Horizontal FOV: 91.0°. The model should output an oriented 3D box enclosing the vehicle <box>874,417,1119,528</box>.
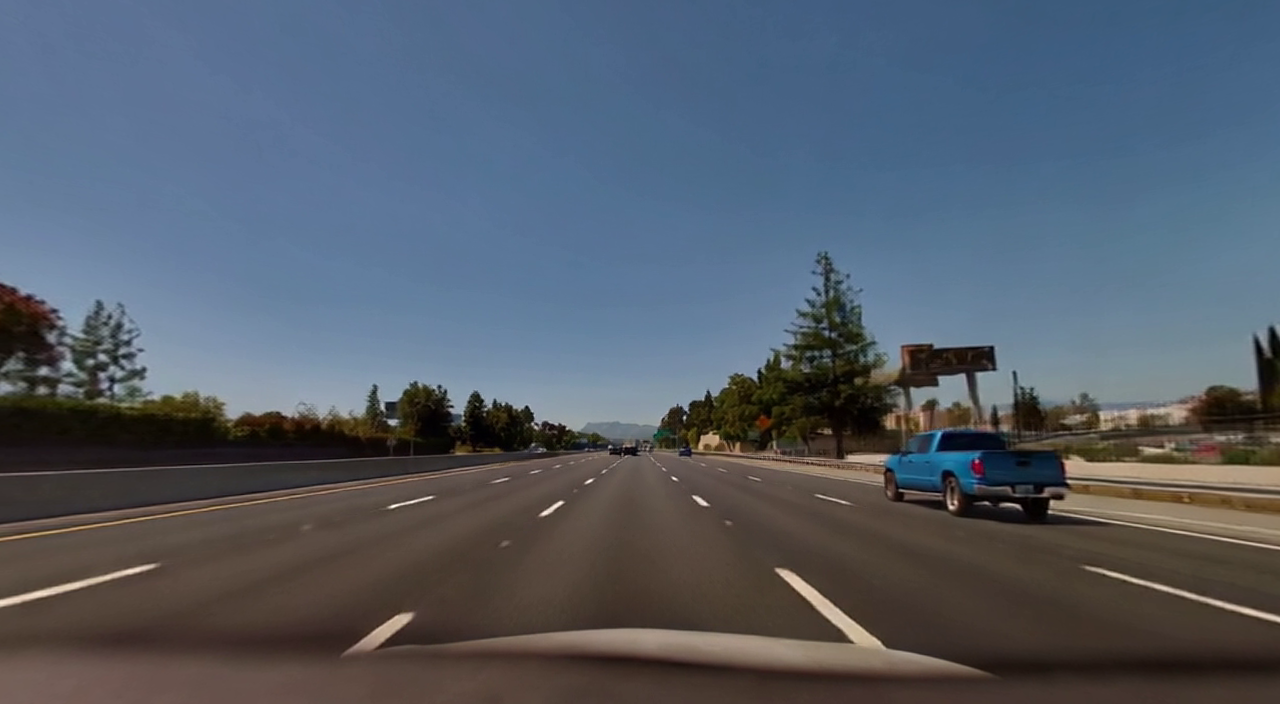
[{"bbox_3d":[6.626,2.289,12.515,2.096,1.767,4.601,0,-9,-1],"label":"vehicle"}]
